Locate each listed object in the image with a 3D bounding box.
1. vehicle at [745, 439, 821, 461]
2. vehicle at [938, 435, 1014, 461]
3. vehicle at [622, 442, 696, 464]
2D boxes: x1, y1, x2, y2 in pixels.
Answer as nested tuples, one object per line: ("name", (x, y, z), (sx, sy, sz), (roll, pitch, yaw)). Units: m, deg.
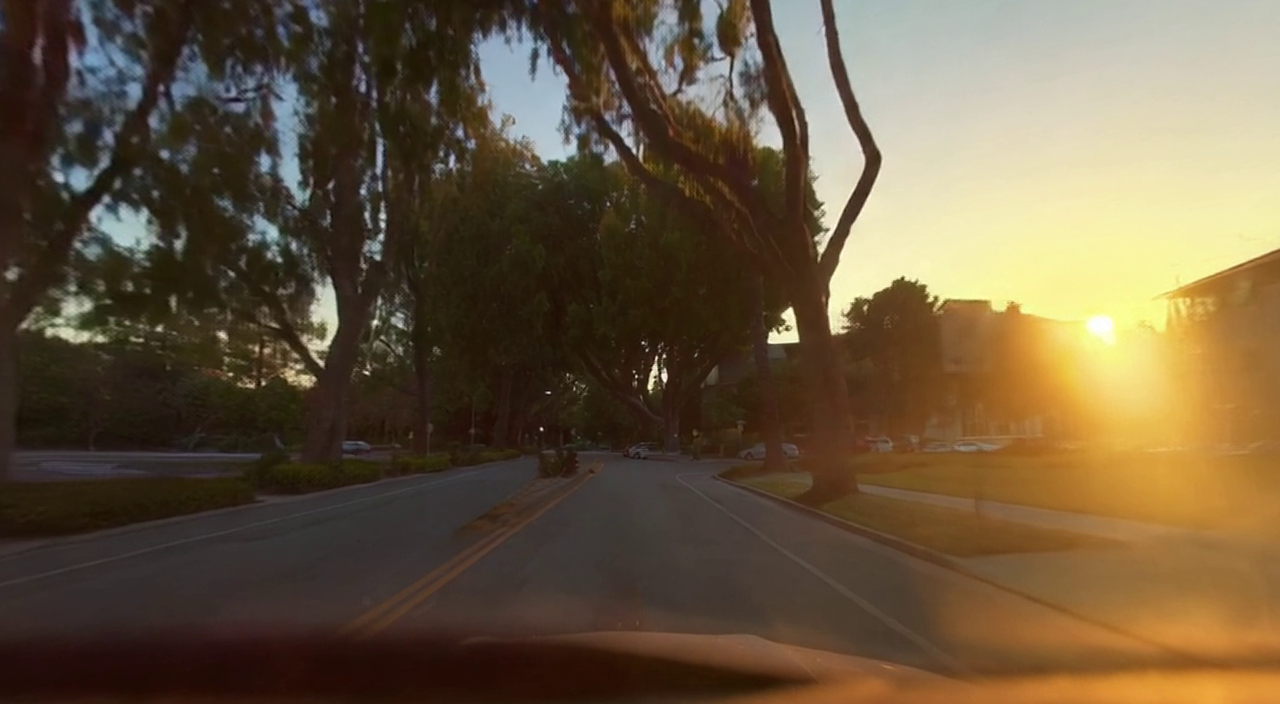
("vehicle", (10.017, 6.909, 44.549), (4.870, 1.507, 2.073), (0, -9, 0))
("vehicle", (21.055, 6.044, 39.655), (3.830, 1.429, 1.890), (4, -10, -10))
("vehicle", (1.366, 7.402, 46.301), (4.890, 1.478, 2.253), (-5, -10, 30))
